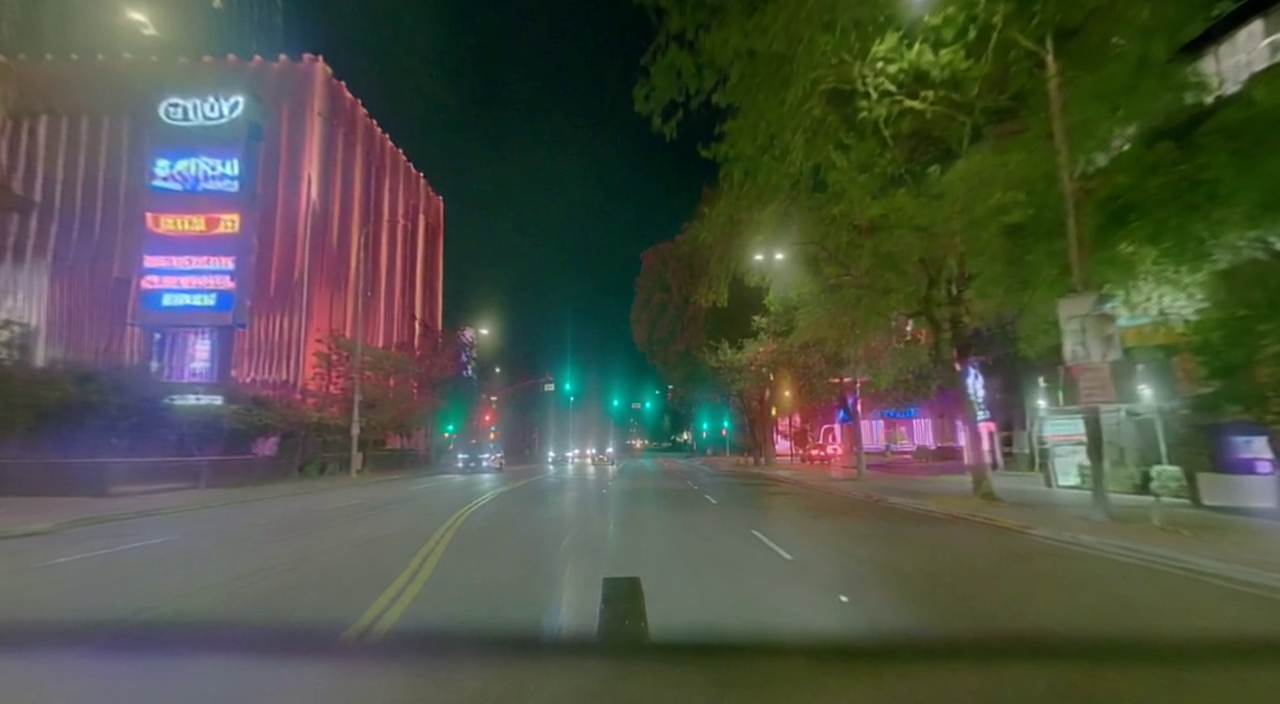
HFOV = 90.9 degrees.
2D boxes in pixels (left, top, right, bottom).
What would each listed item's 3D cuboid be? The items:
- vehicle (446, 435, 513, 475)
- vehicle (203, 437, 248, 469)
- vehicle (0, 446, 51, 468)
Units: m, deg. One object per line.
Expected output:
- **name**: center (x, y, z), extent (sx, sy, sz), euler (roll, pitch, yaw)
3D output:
- **vehicle**: center (-8.385, 5.435, 33.470), extent (2.242, 1.919, 4.922), euler (0, -8, 0)
- **vehicle**: center (-26.328, 6.381, 39.943), extent (2.099, 1.901, 4.832), euler (6, -10, -35)
- **vehicle**: center (-42.036, 6.977, 42.053), extent (4.410, 1.422, 1.812), euler (-2, -9, 15)
